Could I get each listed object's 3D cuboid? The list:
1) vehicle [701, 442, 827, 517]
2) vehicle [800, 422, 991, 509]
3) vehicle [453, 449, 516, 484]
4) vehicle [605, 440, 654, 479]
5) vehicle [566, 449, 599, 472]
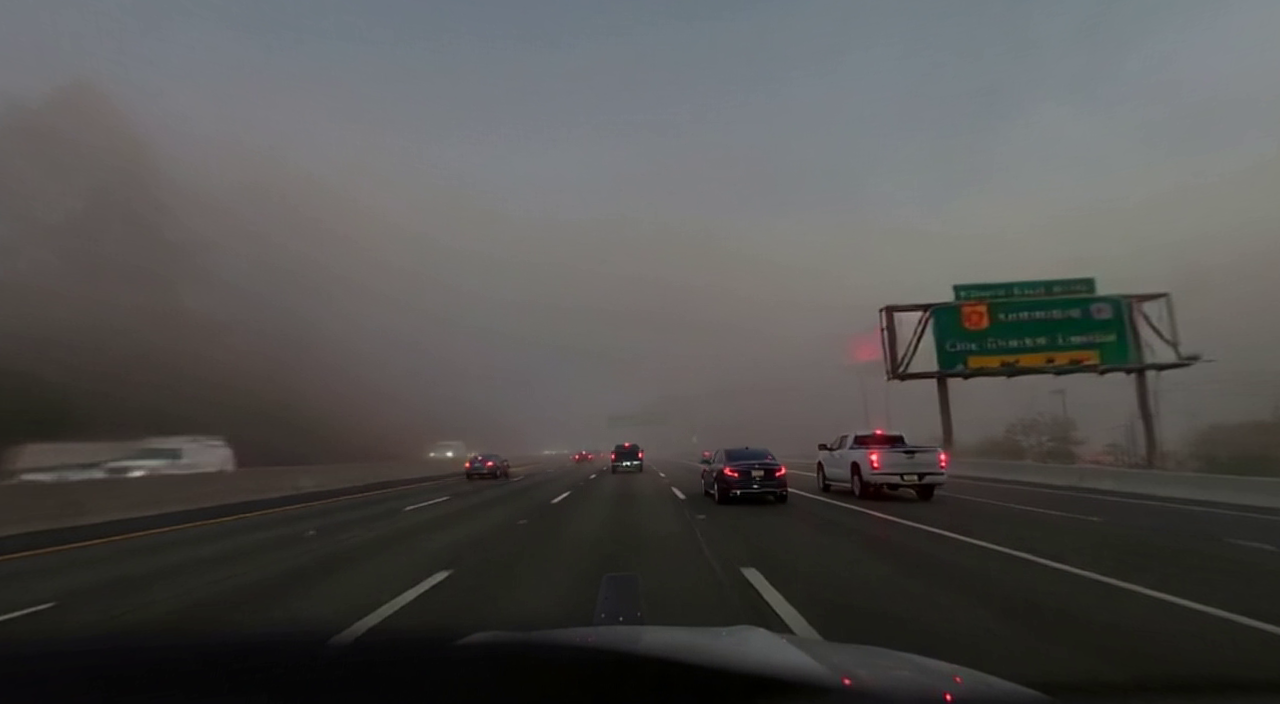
[{"bbox_3d":[2.693,2.877,14.846,2.011,1.462,4.286,0,-8,-1],"label":"vehicle"},{"bbox_3d":[6.456,2.977,17.097,2.635,1.919,5.907,0,-8,0],"label":"vehicle"},{"bbox_3d":[-7.301,5.397,30.097,1.920,1.482,4.385,0,-8,0],"label":"vehicle"},{"bbox_3d":[-0.540,5.452,32.328,2.323,1.805,4.729,0,-8,-1],"label":"vehicle"},{"bbox_3d":[-4.042,7.681,44.912,1.935,1.487,4.076,0,-8,0],"label":"vehicle"}]
